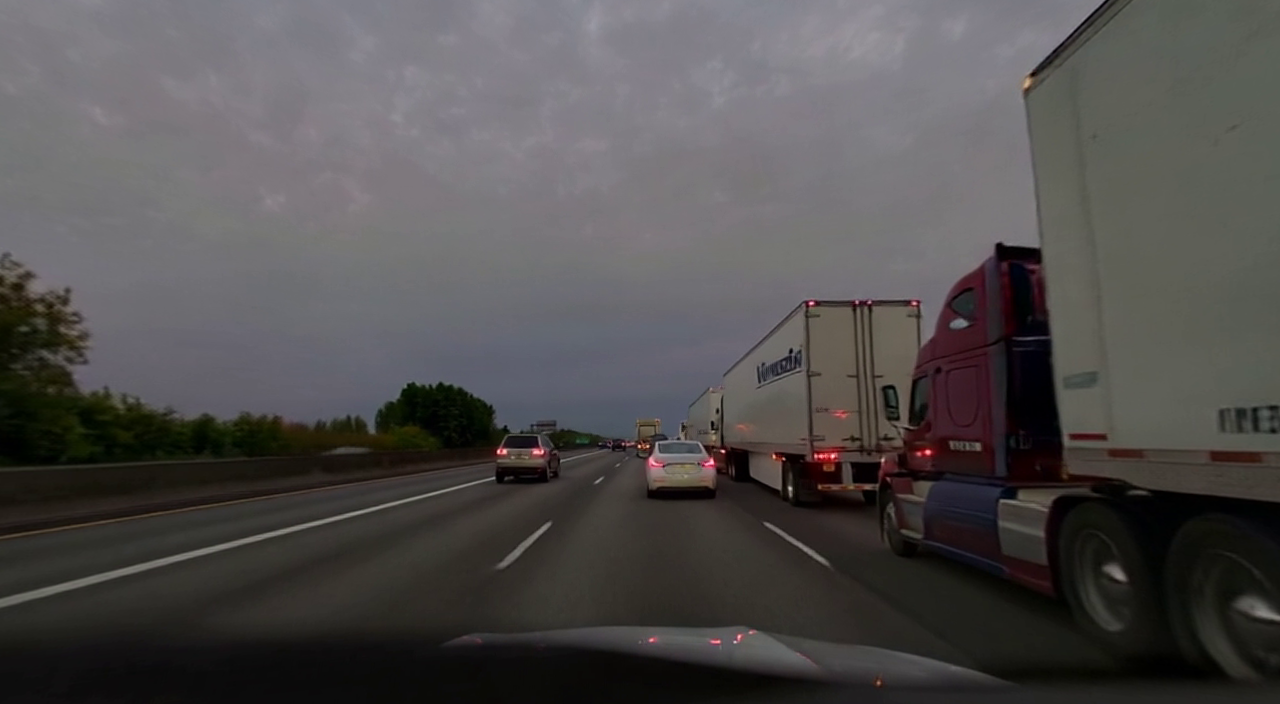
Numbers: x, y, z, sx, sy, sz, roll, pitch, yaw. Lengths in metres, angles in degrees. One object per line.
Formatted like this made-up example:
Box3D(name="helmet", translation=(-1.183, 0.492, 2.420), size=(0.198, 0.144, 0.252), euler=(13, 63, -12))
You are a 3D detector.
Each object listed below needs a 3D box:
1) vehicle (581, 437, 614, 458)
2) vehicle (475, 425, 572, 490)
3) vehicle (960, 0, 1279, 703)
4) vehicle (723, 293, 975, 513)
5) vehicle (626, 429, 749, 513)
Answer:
Box3D(name="vehicle", translation=(-3.268, 7.527, 49.740), size=(2.181, 1.538, 4.169), euler=(0, -8, 2))
Box3D(name="vehicle", translation=(-3.355, 3.136, 19.178), size=(2.006, 1.729, 4.447), euler=(0, -8, 1))
Box3D(name="vehicle", translation=(4.504, -0.289, 2.703), size=(2.981, 3.988, 6.053), euler=(0, -8, 0))
Box3D(name="vehicle", translation=(4.756, 1.858, 18.822), size=(2.883, 4.070, 14.423), euler=(0, -8, 1))
Box3D(name="vehicle", translation=(0.851, 2.431, 13.555), size=(2.200, 1.495, 4.282), euler=(0, -8, 0))
